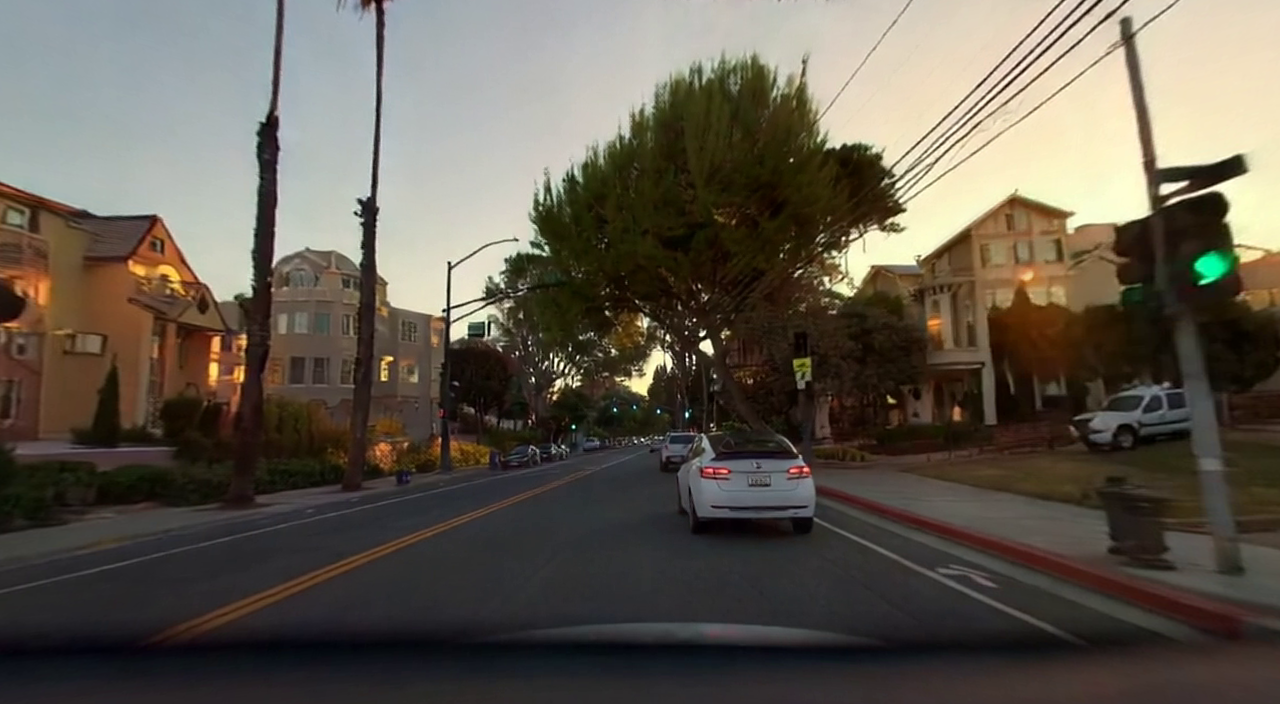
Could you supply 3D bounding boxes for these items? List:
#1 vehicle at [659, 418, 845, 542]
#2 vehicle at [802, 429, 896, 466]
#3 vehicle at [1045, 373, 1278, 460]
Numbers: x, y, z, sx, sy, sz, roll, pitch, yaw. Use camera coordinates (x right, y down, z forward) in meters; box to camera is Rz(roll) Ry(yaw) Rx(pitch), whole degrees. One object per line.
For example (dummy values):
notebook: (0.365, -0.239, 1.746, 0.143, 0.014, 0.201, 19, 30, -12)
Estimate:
vehicle: (1.489, 1.964, 10.337, 2.096, 1.552, 4.519, 0, -9, -2)
vehicle: (9.583, 4.367, 28.920, 4.255, 1.566, 1.923, 6, -10, -36)
vehicle: (17.619, 2.216, 21.609, 5.880, 2.540, 2.003, -3, -7, 2)
